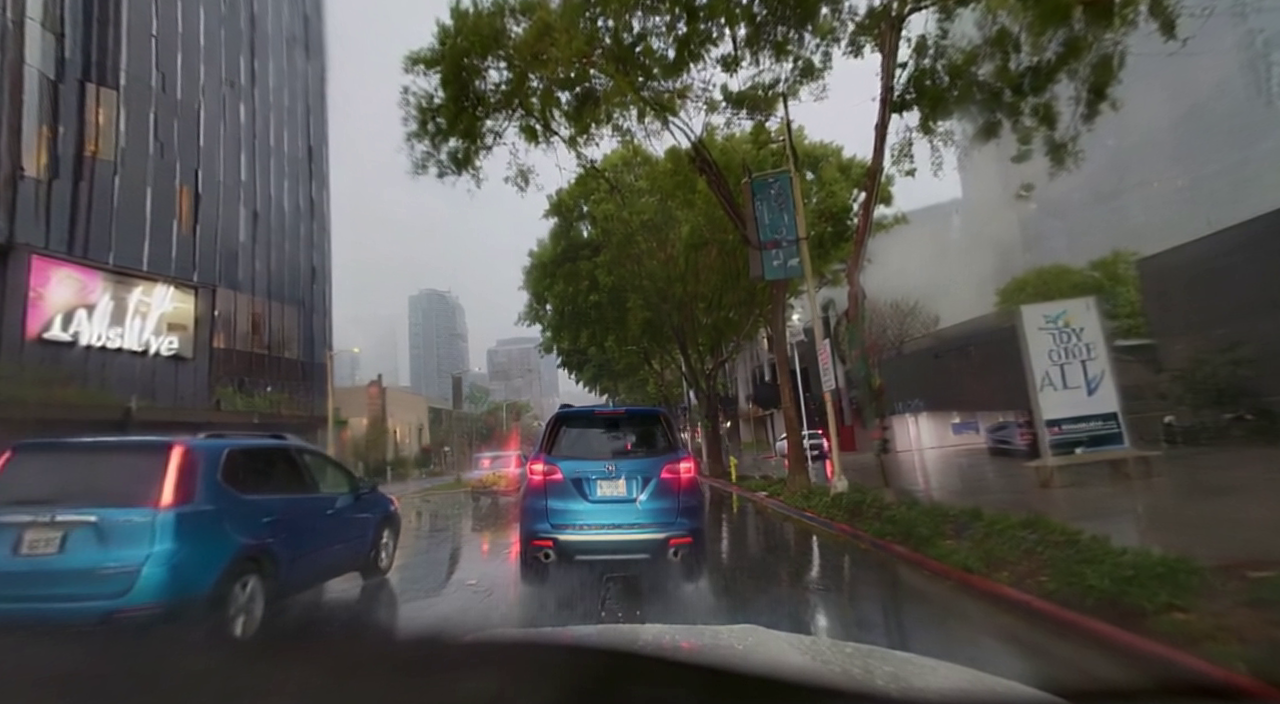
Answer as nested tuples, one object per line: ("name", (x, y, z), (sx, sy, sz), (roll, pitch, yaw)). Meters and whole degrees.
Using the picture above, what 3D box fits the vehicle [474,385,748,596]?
("vehicle", (-0.352, 1.595, 8.132), (2.531, 1.930, 4.382), (0, -8, -2))

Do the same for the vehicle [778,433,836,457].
("vehicle", (10.524, 5.856, 39.620), (1.877, 1.416, 3.965), (-8, -11, 42))

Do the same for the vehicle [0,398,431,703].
("vehicle", (-3.477, 1.391, 5.434), (1.971, 1.658, 4.428), (0, -8, -2))
